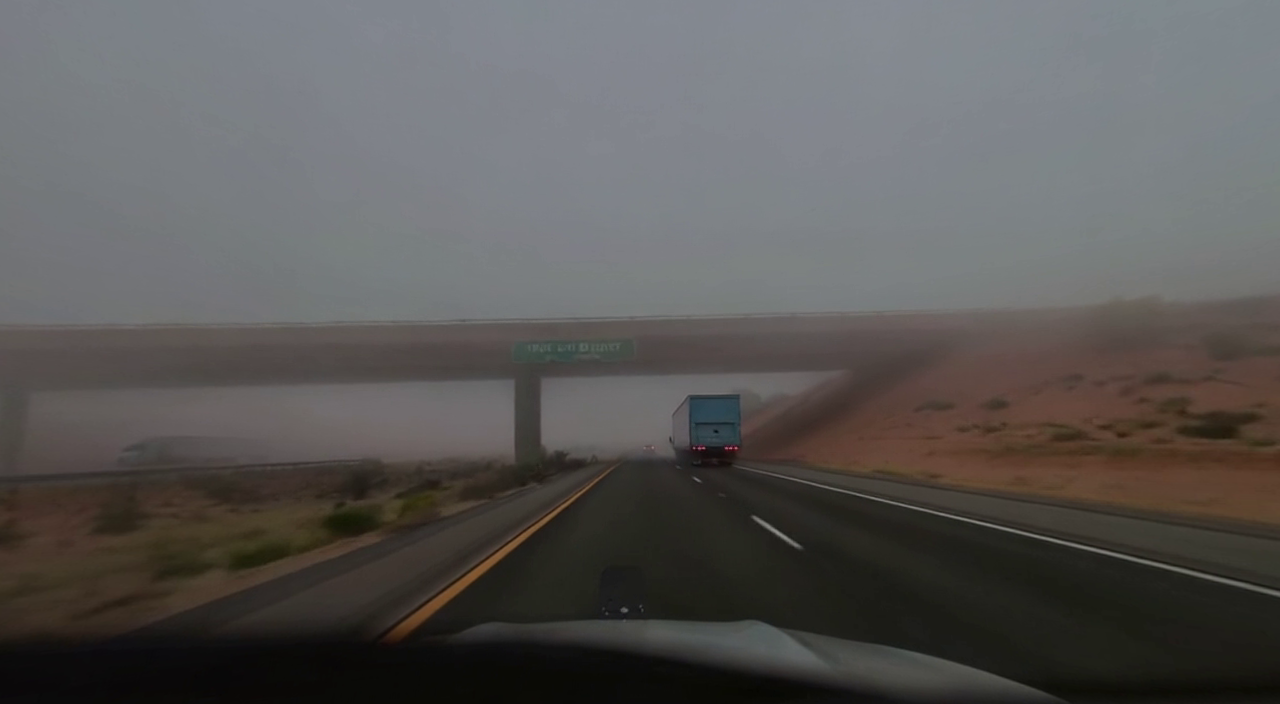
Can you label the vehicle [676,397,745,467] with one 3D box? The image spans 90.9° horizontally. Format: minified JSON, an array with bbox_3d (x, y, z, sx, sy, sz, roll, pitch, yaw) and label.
[{"bbox_3d":[4.187,5.157,40.032,3.024,3.834,10.128,0,-8,-1],"label":"vehicle"}]
